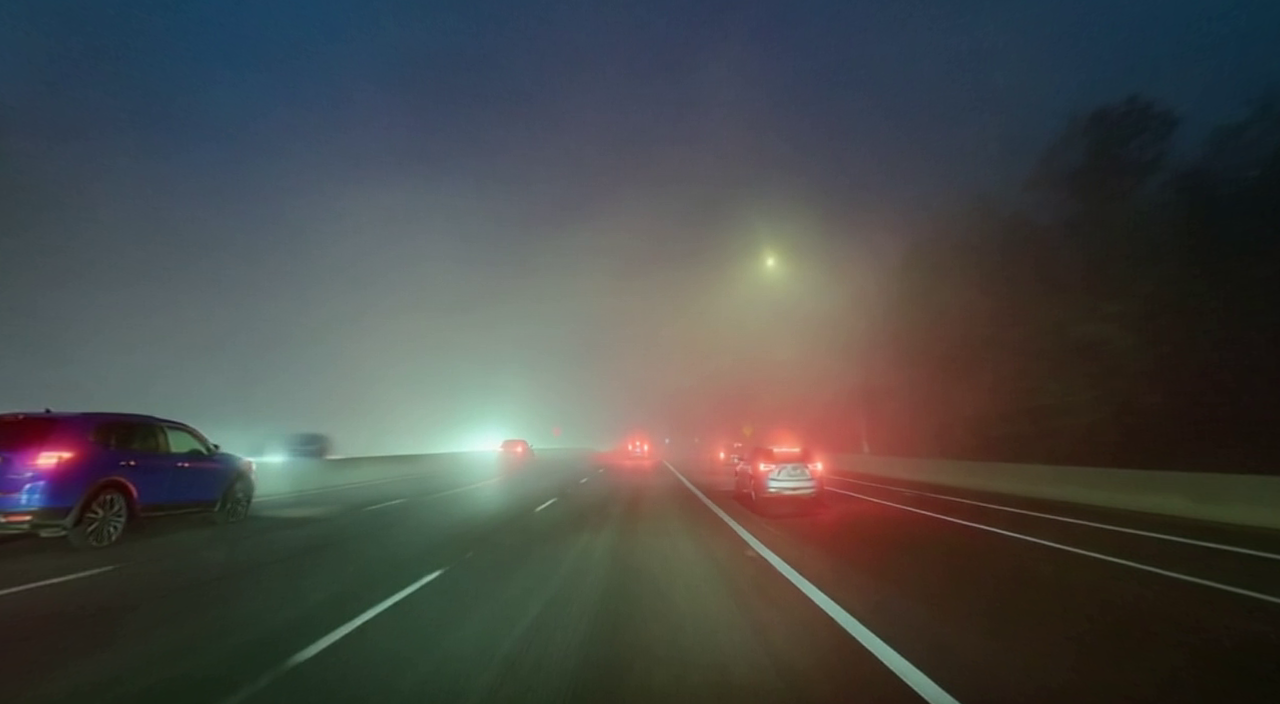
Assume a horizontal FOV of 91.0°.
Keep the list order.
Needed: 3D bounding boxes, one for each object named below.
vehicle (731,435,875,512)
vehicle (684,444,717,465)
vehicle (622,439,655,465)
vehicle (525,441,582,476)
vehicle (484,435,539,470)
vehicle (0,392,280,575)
[{"bbox_3d":[3.561,2.767,14.771,2.141,1.507,4.510,0,-9,0],"label":"vehicle"},{"bbox_3d":[4.318,7.393,45.565,1.944,1.465,4.245,0,-9,0],"label":"vehicle"},{"bbox_3d":[-0.115,6.962,43.969,2.158,1.706,4.219,0,-9,0],"label":"vehicle"},{"bbox_3d":[-4.001,4.994,29.699,2.071,1.478,4.130,0,-9,0],"label":"vehicle"},{"bbox_3d":[-7.076,5.595,35.202,2.111,1.811,4.391,0,-9,1],"label":"vehicle"},{"bbox_3d":[-7.419,1.683,8.743,2.142,1.849,4.566,0,-9,-1],"label":"vehicle"}]
